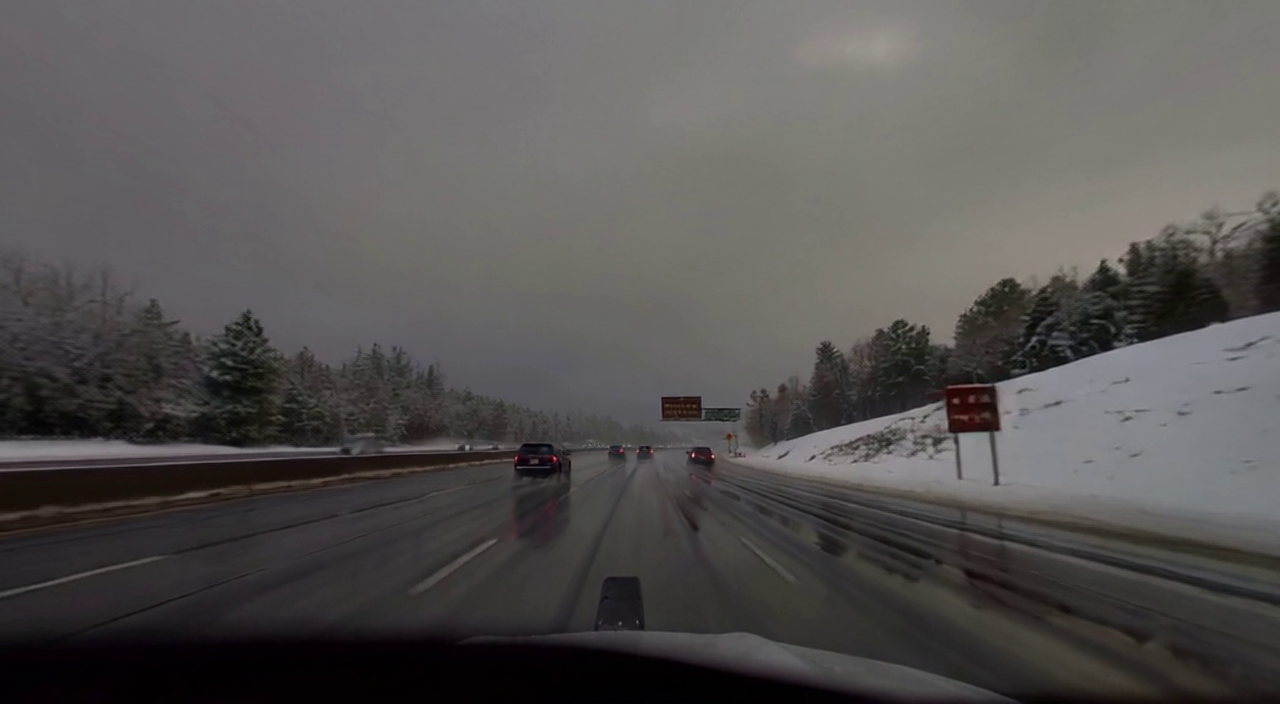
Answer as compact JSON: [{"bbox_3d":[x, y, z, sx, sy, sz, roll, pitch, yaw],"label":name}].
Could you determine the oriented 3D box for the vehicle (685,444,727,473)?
[{"bbox_3d":[4.263,6.937,41.341,2.164,1.788,4.500,0,-8,-1],"label":"vehicle"}]

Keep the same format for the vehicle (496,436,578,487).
[{"bbox_3d":[-3.659,4.004,23.438,2.166,1.700,4.661,0,-8,1],"label":"vehicle"}]

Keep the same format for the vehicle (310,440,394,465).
[{"bbox_3d":[-21.372,7.496,47.379,2.776,1.771,6.840,-1,-8,3],"label":"vehicle"}]
